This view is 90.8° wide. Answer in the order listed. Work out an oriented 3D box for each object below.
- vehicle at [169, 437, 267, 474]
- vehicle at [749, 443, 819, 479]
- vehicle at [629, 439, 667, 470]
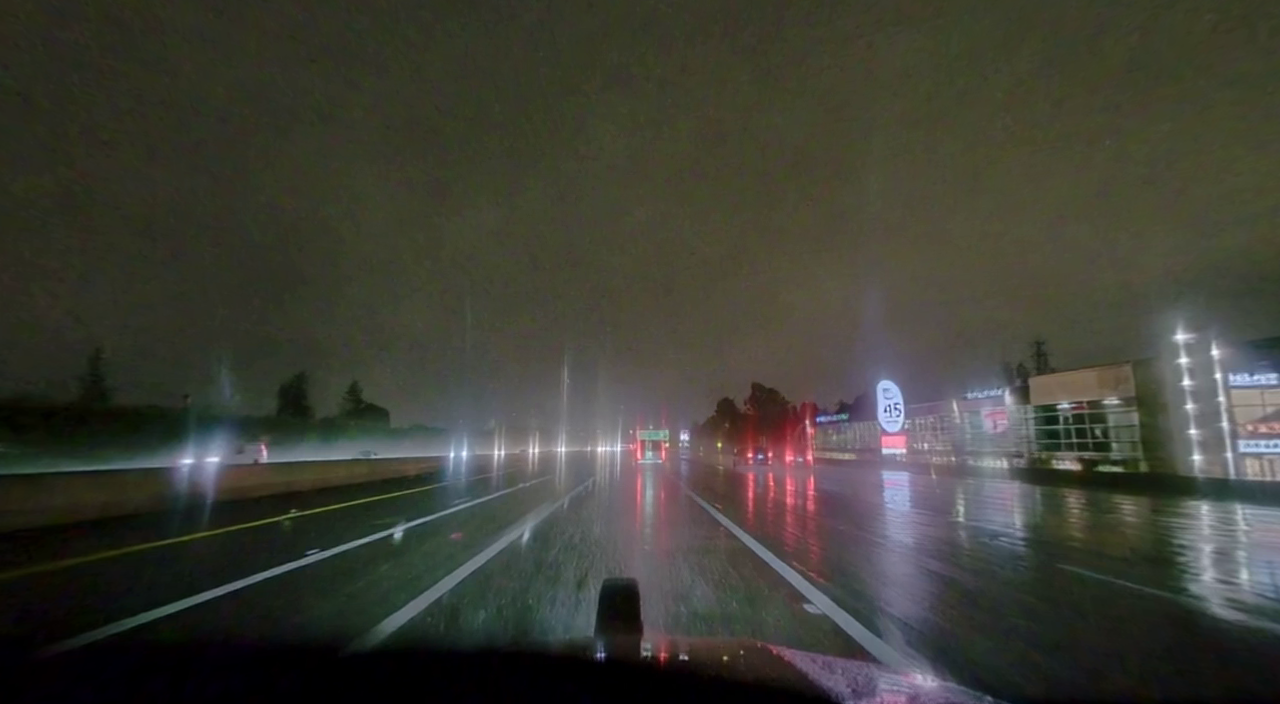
[{"bbox_3d":[-25.188,6.200,38.057,2.244,1.998,5.376,0,-9,-1],"label":"vehicle"},{"bbox_3d":[6.361,4.847,28.427,1.976,1.477,4.448,0,-9,-2],"label":"vehicle"},{"bbox_3d":[0.441,6.376,39.438,2.154,1.786,5.045,0,-9,-2],"label":"vehicle"}]
